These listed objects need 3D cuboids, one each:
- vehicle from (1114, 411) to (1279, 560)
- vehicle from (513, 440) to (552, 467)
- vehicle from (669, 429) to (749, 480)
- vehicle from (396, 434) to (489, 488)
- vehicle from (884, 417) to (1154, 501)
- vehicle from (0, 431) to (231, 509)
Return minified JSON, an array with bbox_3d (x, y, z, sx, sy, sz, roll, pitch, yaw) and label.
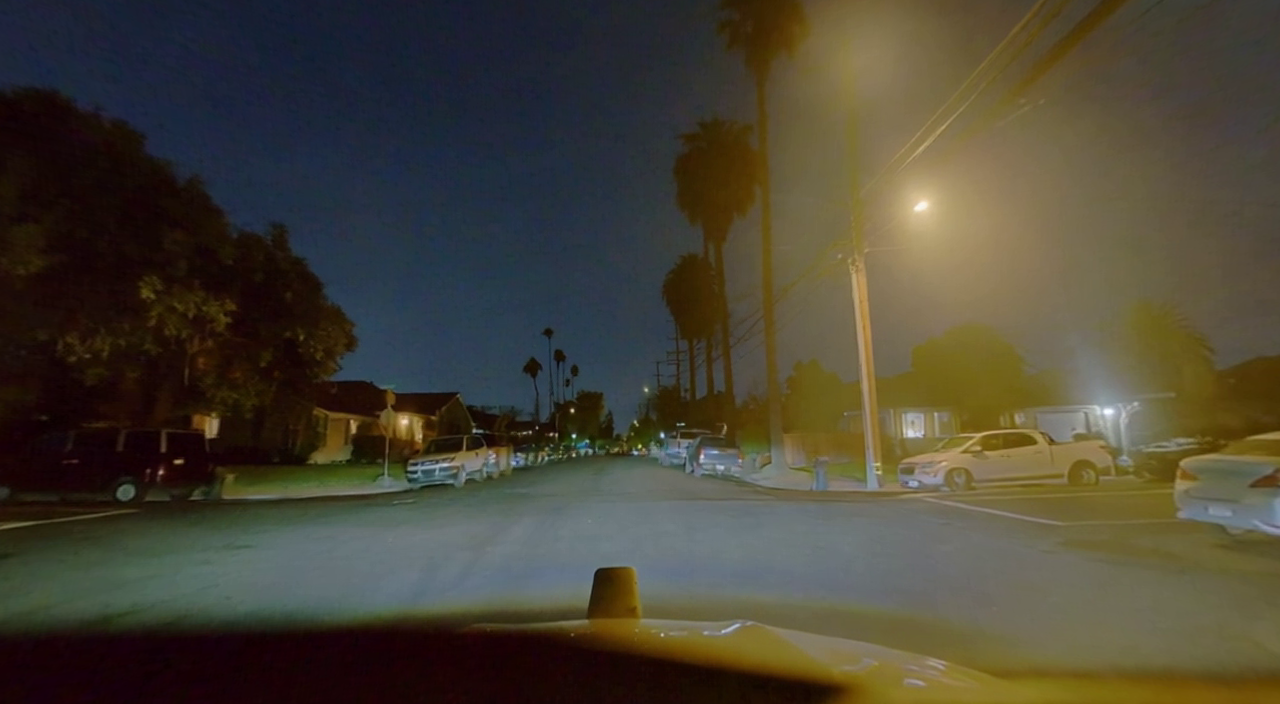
[{"bbox_3d":[8.991,1.636,8.082,4.181,1.638,2.015,0,-9,-1],"label":"vehicle"},{"bbox_3d":[-7.755,7.373,46.085,2.178,1.865,4.658,0,-9,-2],"label":"vehicle"},{"bbox_3d":[2.701,4.259,26.527,2.505,1.895,5.805,0,-9,-2],"label":"vehicle"},{"bbox_3d":[-6.958,3.868,22.771,2.198,1.724,4.493,1,-9,-5],"label":"vehicle"},{"bbox_3d":[10.280,2.931,17.520,5.971,1.967,2.385,-1,-9,-5],"label":"vehicle"},{"bbox_3d":[-14.796,3.158,17.005,5.847,1.766,2.392,-2,-9,-2],"label":"vehicle"}]
